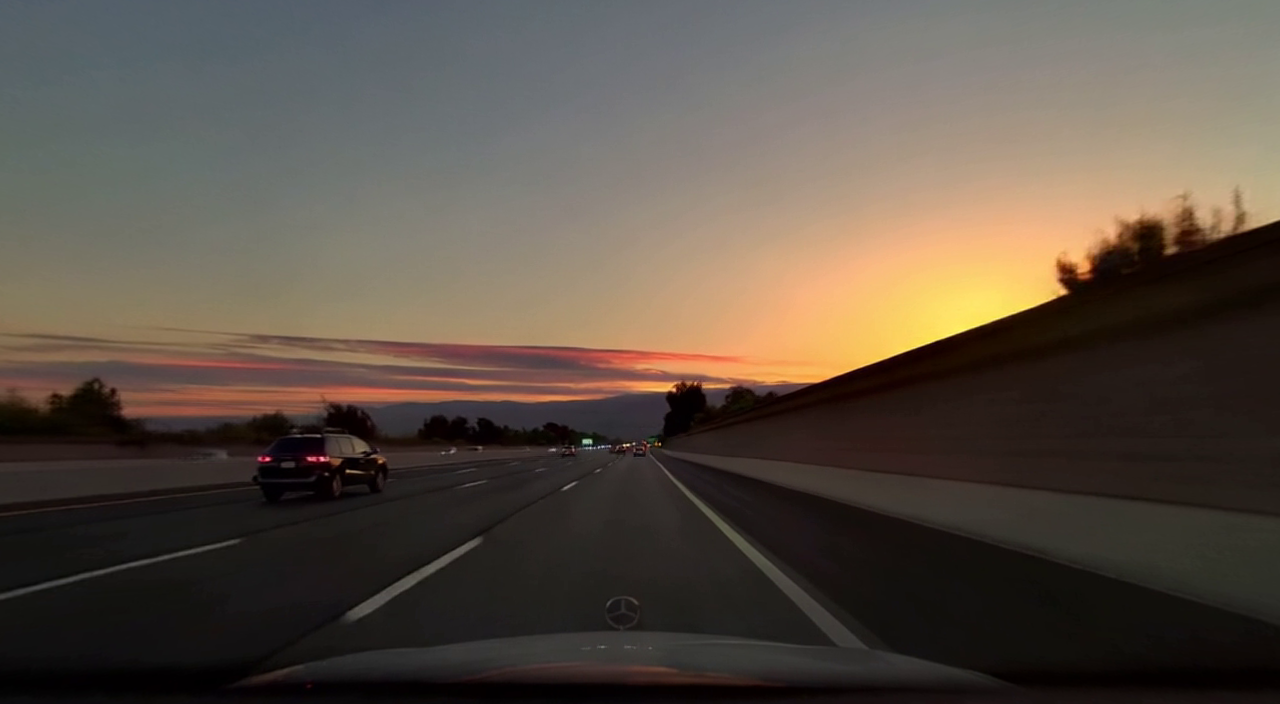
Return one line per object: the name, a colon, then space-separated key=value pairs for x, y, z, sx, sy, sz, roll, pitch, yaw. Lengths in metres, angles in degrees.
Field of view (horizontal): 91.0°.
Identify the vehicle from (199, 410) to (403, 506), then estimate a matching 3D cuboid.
vehicle: x=-7.958 y=2.561 z=15.538 sx=2.163 sy=1.947 sz=4.959 roll=0 pitch=-9 yaw=1
